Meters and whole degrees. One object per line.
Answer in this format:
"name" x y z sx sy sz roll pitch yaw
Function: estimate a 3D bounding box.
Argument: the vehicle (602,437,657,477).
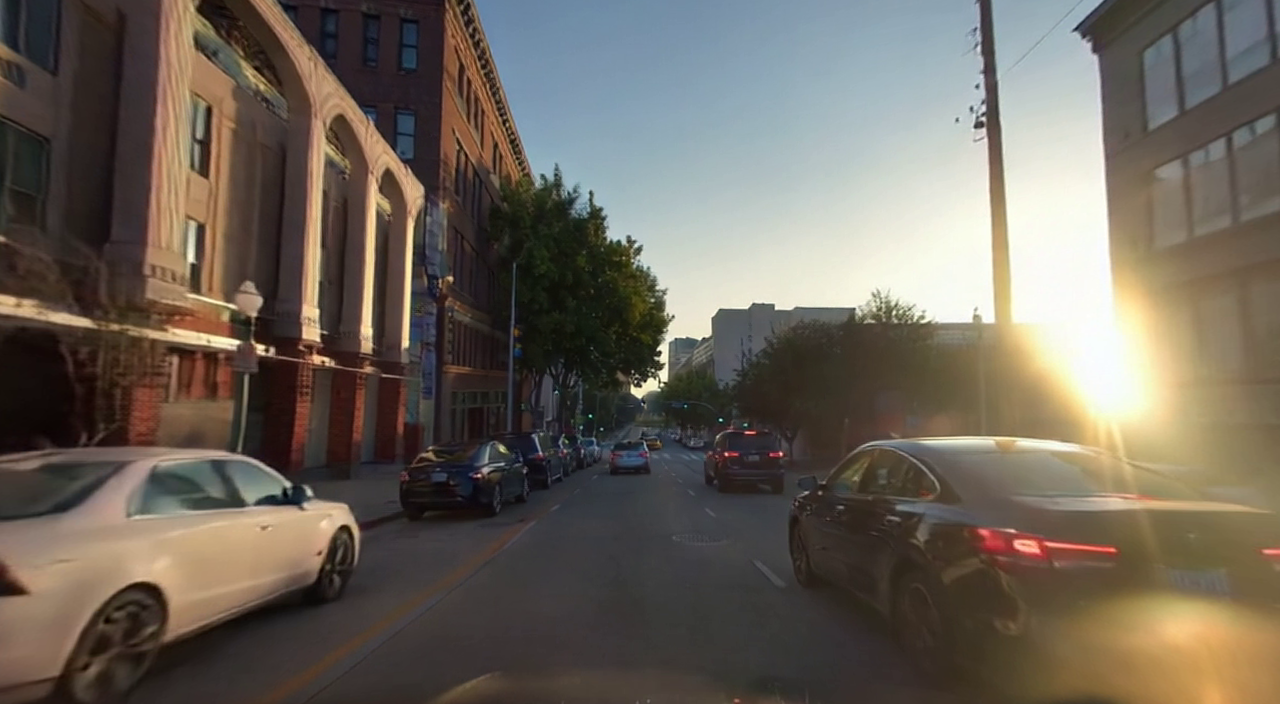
"vehicle" -0.374 4.157 25.180 2.007 1.460 3.923 0 -8 0

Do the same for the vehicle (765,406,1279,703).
"vehicle" 2.449 1.280 4.557 2.080 1.495 4.591 0 -8 -1

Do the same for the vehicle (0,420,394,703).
"vehicle" -3.618 1.275 4.310 1.954 1.462 4.407 0 -8 2

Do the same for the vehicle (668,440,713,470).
"vehicle" 2.622 5.436 33.494 1.966 1.475 4.528 0 -8 -1

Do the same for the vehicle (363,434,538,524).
"vehicle" -3.536 2.460 12.839 1.972 1.471 4.795 0 -8 2

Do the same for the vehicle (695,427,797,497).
"vehicle" 2.822 3.051 17.842 2.002 1.707 4.547 0 -8 -1
